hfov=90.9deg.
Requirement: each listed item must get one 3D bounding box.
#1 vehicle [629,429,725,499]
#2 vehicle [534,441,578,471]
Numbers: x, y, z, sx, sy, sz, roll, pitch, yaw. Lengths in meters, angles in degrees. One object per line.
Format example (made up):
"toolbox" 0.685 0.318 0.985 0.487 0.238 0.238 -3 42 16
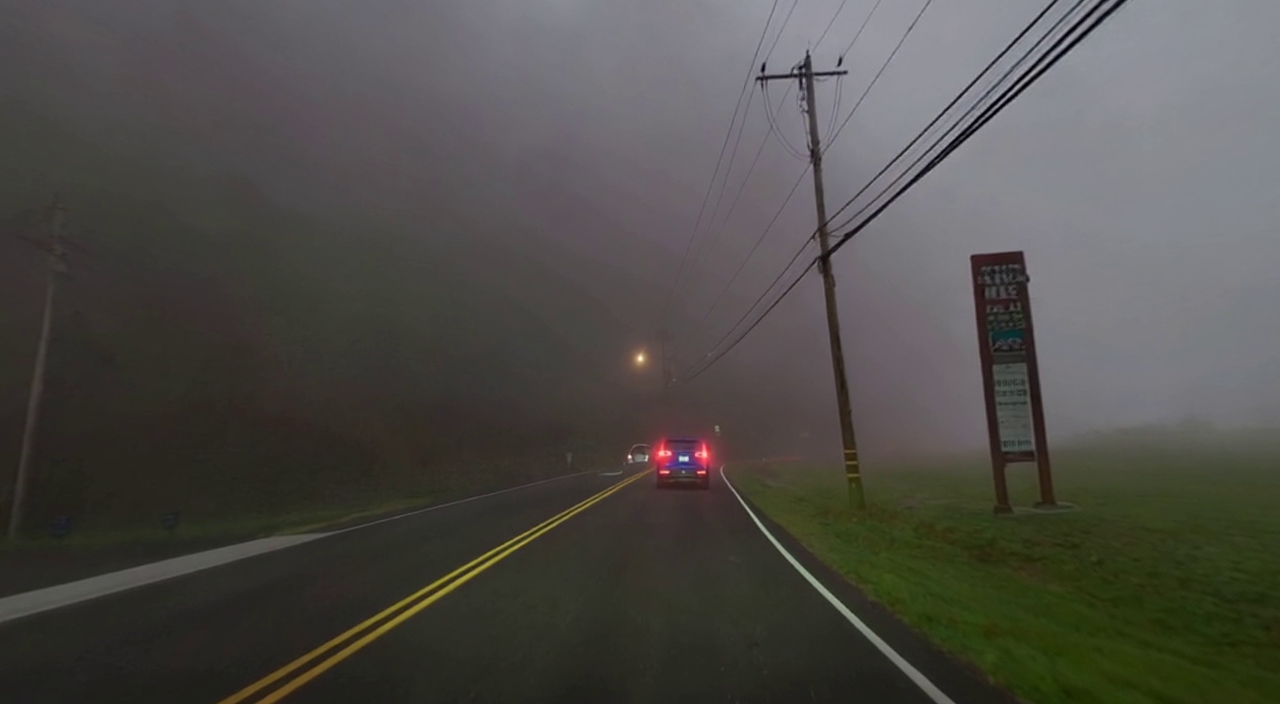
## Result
"vehicle" 0.875 2.719 15.620 2.081 1.503 3.726 0 -8 2
"vehicle" -6.173 7.493 45.581 2.668 1.981 5.575 2 -9 -12
